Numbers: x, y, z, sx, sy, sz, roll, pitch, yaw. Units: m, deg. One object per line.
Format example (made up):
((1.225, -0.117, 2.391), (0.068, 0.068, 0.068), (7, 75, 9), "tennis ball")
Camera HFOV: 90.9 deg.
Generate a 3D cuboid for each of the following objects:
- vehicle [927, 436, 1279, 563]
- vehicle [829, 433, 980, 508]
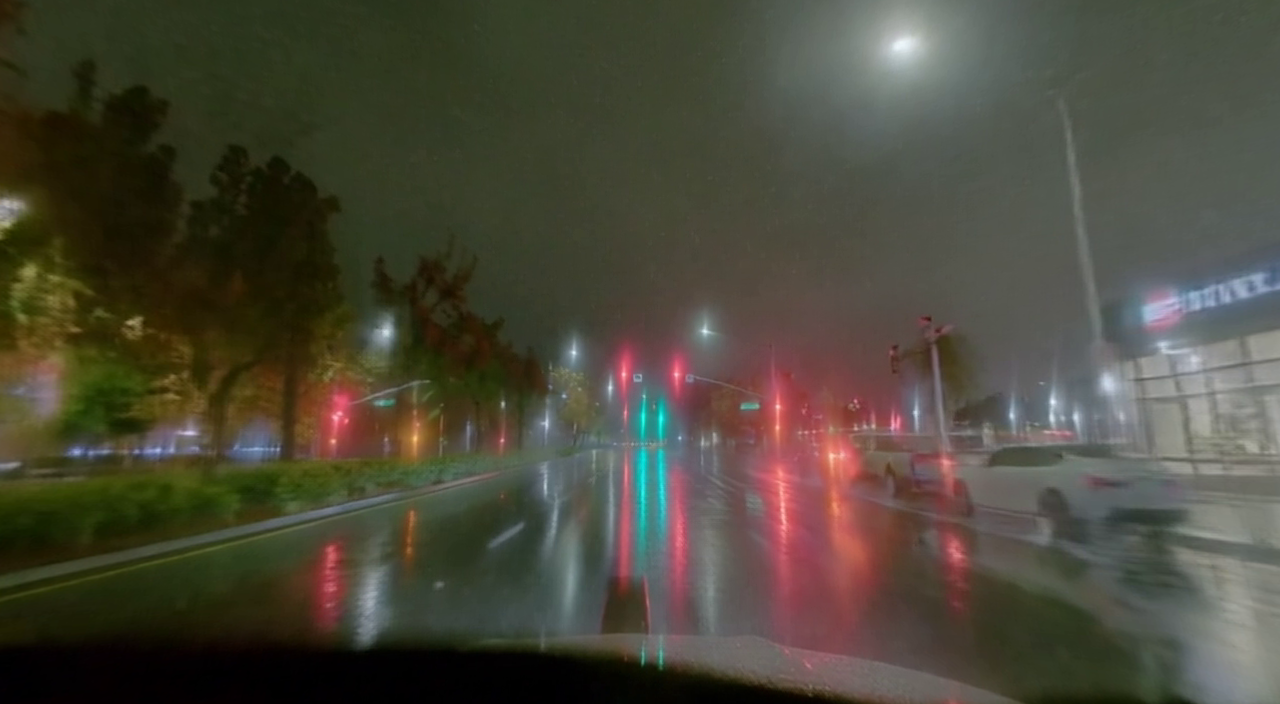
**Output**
((6.554, 2.090, 9.873), (1.847, 1.472, 4.846), (0, -8, 0), "vehicle")
((6.687, 3.027, 16.666), (1.980, 1.675, 4.854), (0, -8, 1), "vehicle")
